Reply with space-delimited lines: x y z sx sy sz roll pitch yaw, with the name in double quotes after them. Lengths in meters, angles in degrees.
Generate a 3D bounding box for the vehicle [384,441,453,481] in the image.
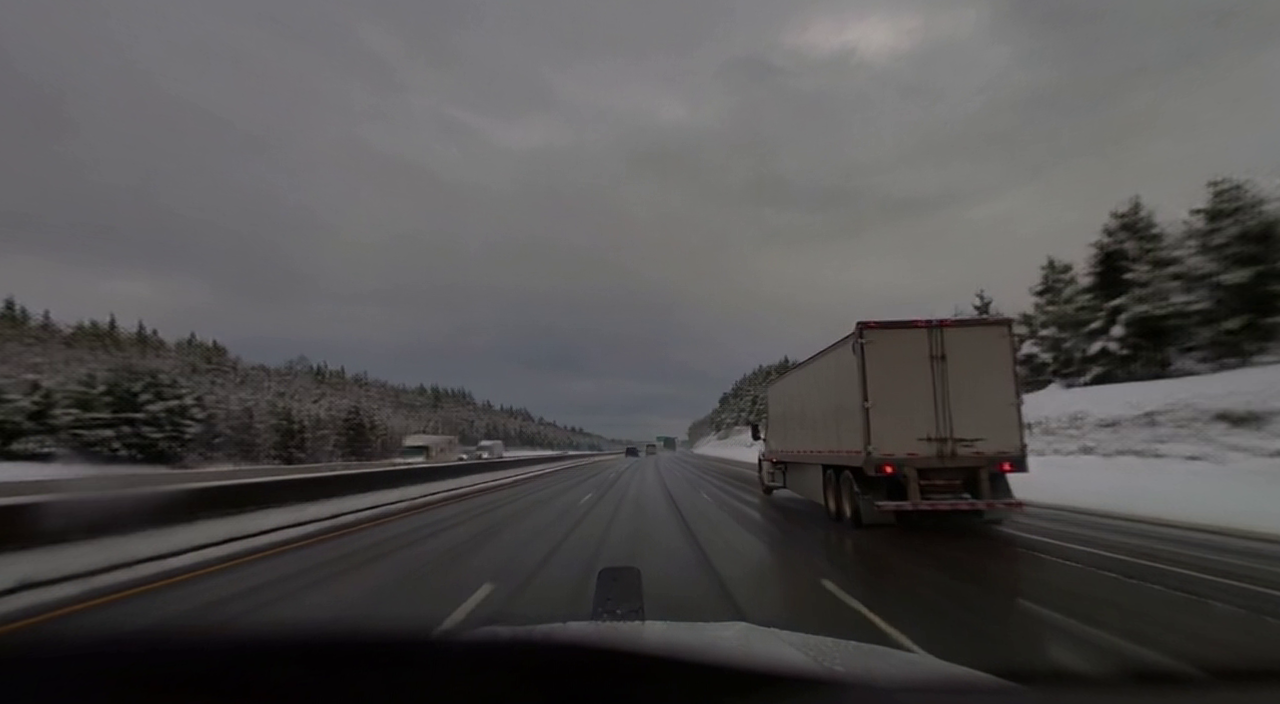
-14.511 7.181 41.758 2.265 2.400 6.009 0 -9 1 "vehicle"

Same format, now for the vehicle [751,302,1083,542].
4.509 1.565 12.788 2.771 3.313 8.121 0 -9 -2 "vehicle"
